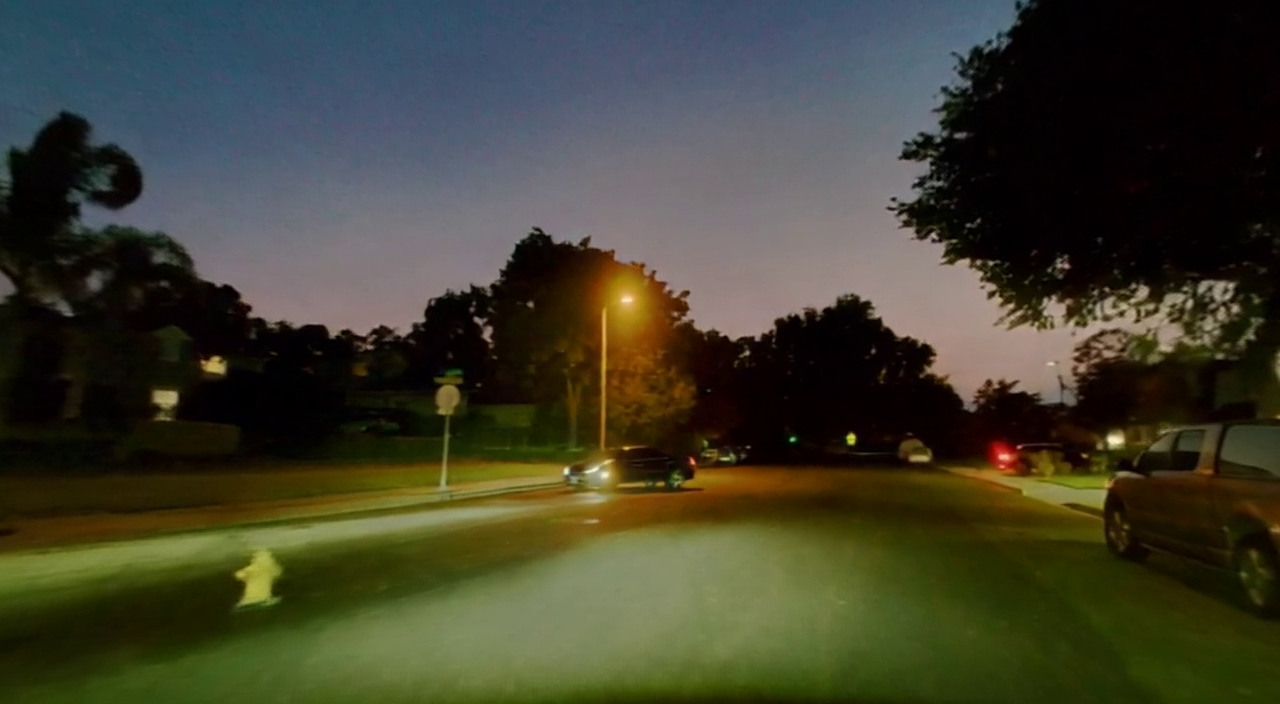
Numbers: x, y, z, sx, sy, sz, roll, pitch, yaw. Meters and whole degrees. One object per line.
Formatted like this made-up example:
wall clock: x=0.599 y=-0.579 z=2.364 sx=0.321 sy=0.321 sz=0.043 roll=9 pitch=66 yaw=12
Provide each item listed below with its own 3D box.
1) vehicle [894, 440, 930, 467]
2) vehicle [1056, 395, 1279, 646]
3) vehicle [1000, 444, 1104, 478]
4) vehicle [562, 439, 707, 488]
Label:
vehicle: x=20.873 y=7.769 z=48.559 sx=2.051 sy=1.925 sz=4.625 roll=-3 pitch=-9 yaw=18
vehicle: x=6.312 y=1.545 z=6.680 sx=2.154 sy=1.855 sz=4.689 roll=-3 pitch=-9 yaw=21
vehicle: x=24.310 y=6.428 z=37.480 sx=4.733 sy=1.843 sz=2.005 roll=-2 pitch=-8 yaw=20
vehicle: x=-0.235 y=3.870 z=22.108 sx=4.750 sy=1.559 sz=1.928 roll=2 pitch=-9 yaw=-13
